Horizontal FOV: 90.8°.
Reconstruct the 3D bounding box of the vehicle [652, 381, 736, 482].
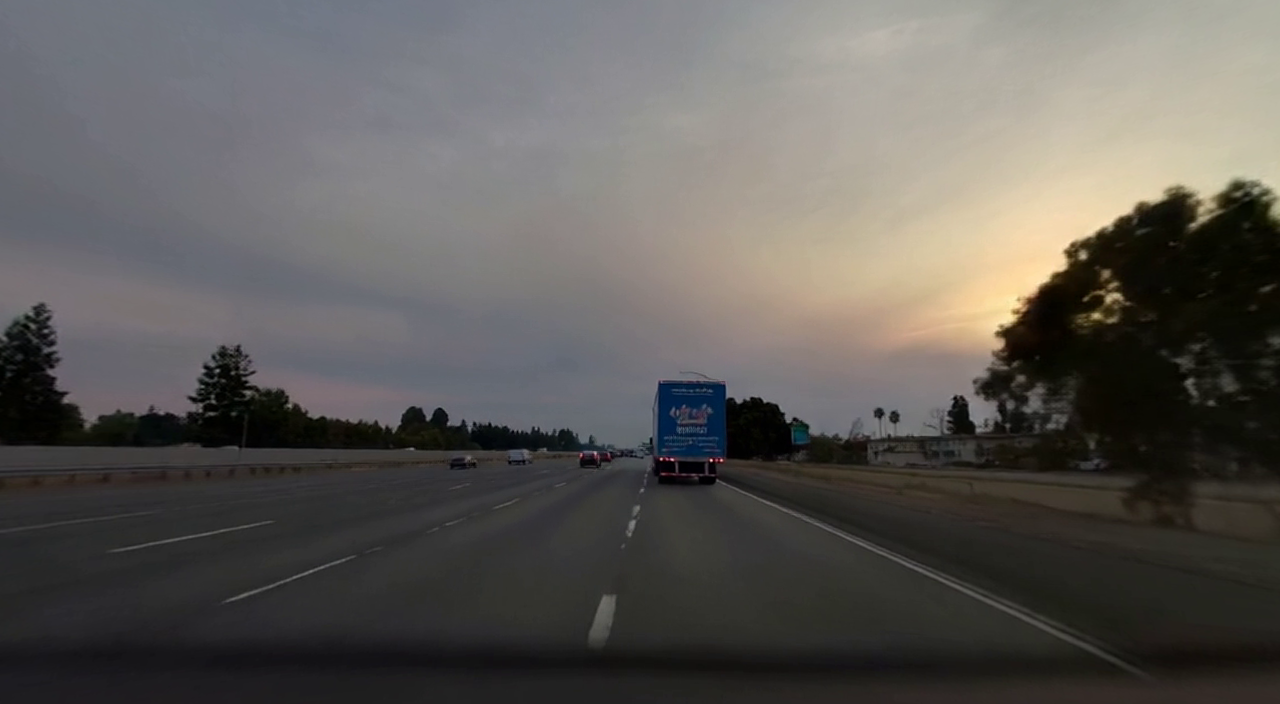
[{"bbox_3d":[2.334,4.432,33.638,3.140,4.100,15.551,0,-9,0],"label":"vehicle"}]
